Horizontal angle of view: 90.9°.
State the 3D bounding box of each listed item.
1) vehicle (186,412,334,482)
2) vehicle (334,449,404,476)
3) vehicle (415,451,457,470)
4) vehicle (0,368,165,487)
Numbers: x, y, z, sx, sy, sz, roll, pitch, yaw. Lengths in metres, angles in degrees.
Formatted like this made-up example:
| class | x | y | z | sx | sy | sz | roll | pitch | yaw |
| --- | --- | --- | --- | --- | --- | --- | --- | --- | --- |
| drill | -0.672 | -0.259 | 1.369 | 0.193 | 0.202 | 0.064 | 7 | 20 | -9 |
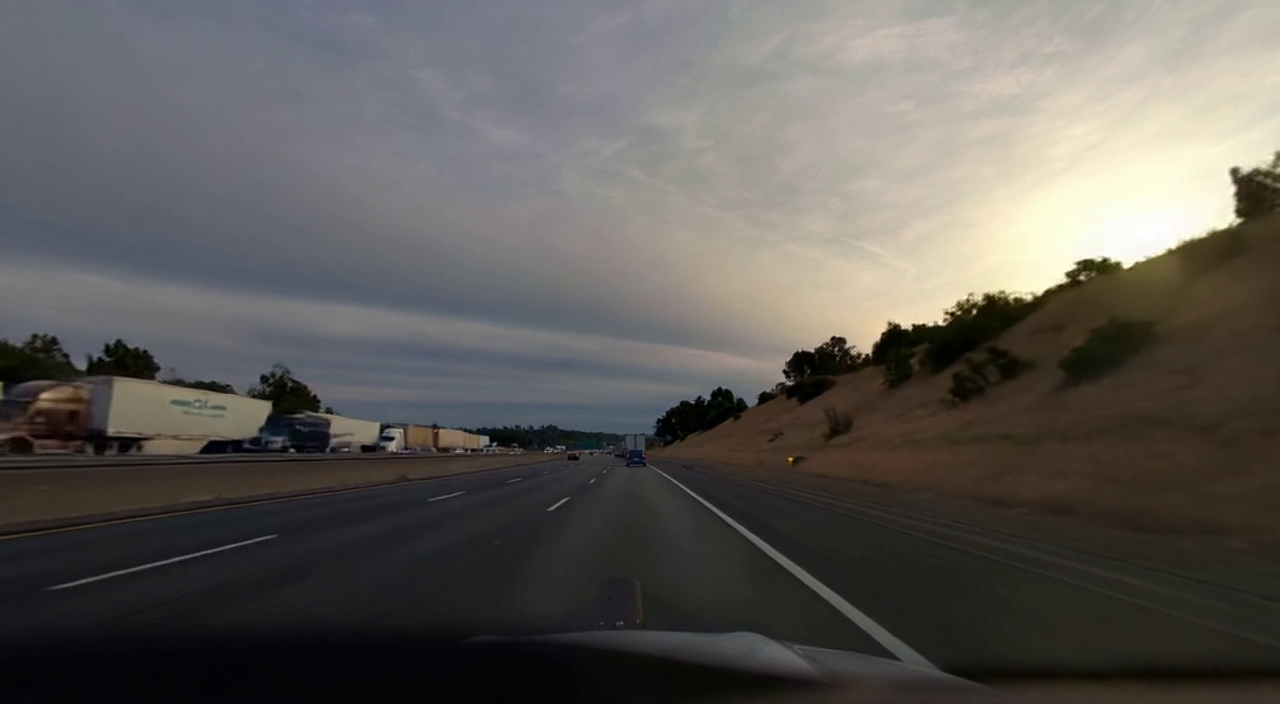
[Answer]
| class | x | y | z | sx | sy | sz | roll | pitch | yaw |
| --- | --- | --- | --- | --- | --- | --- | --- | --- | --- |
| vehicle | -14.900 | 3.822 | 25.281 | 2.382 | 2.437 | 5.706 | 0 | -9 | -1 |
| vehicle | -15.257 | 6.245 | 35.785 | 1.863 | 1.438 | 4.669 | 0 | -9 | 0 |
| vehicle | -16.016 | 8.506 | 49.612 | 1.884 | 1.436 | 4.220 | 0 | -9 | 0 |
| vehicle | -23.190 | 3.109 | 24.870 | 2.949 | 3.989 | 7.478 | 0 | -9 | -1 |
